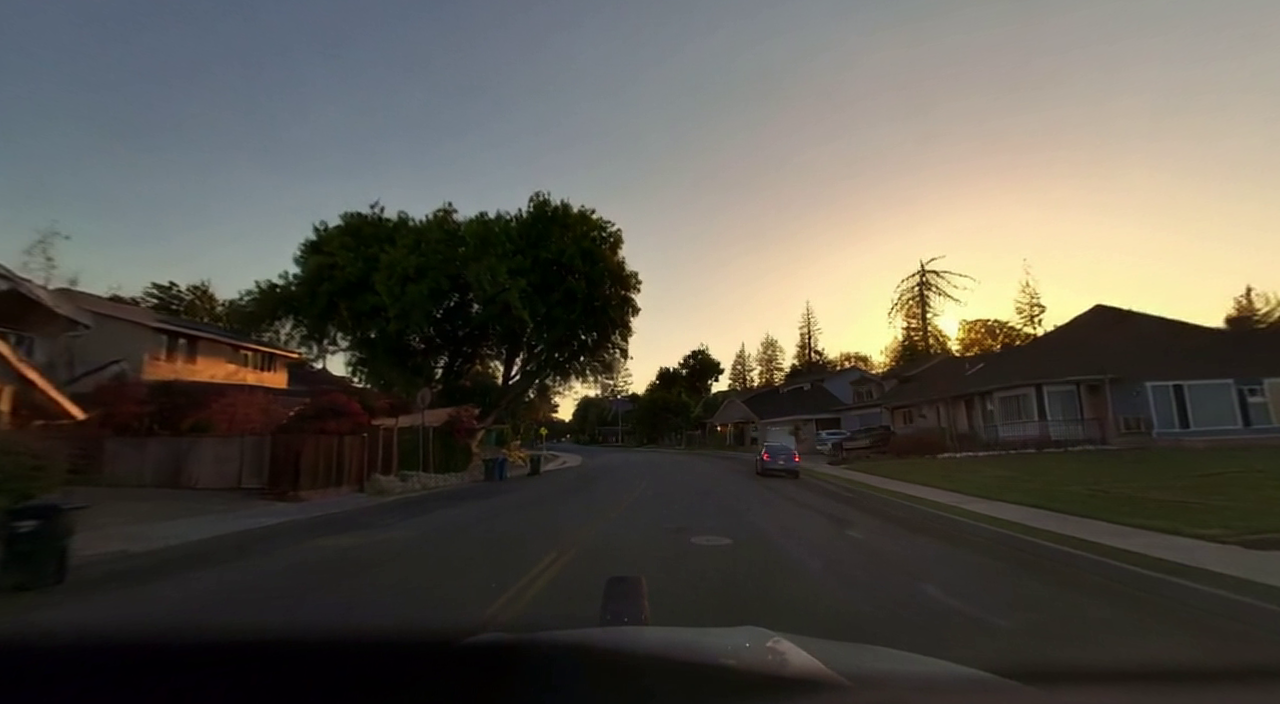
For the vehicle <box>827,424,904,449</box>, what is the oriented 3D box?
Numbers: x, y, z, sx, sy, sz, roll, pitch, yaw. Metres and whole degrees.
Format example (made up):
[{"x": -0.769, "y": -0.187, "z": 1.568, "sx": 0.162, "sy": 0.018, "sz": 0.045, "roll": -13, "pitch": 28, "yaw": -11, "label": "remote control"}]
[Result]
[{"x": 15.067, "y": 5.690, "z": 42.311, "sx": 4.403, "sy": 1.662, "sz": 1.882, "roll": 0, "pitch": -8, "yaw": -3, "label": "vehicle"}]

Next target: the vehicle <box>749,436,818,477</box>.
[{"x": 5.621, "y": 4.138, "z": 25.198, "sx": 2.129, "sy": 1.490, "sz": 4.369, "roll": -1, "pitch": -8, "yaw": 6, "label": "vehicle"}]
